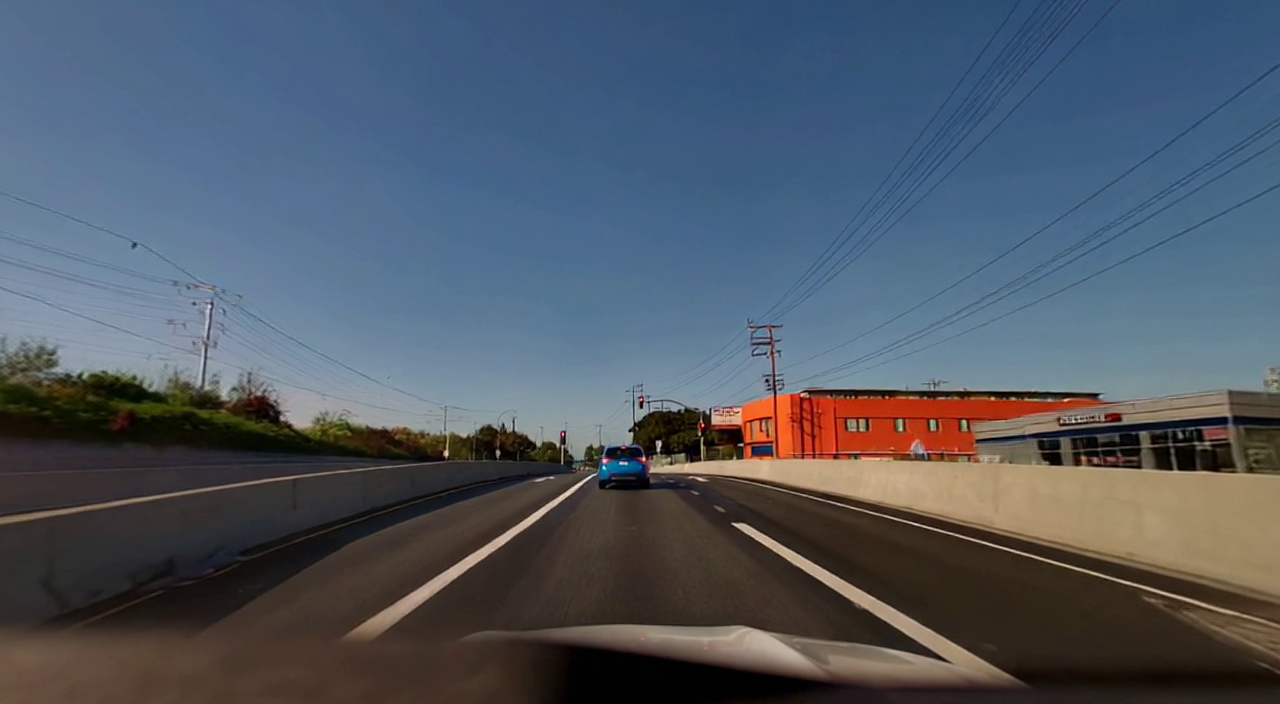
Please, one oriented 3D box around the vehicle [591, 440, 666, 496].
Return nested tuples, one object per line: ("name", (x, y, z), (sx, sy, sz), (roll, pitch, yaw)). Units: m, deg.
("vehicle", (-0.392, 3.563, 19.843), (2.123, 1.566, 3.662), (0, -8, -2))
